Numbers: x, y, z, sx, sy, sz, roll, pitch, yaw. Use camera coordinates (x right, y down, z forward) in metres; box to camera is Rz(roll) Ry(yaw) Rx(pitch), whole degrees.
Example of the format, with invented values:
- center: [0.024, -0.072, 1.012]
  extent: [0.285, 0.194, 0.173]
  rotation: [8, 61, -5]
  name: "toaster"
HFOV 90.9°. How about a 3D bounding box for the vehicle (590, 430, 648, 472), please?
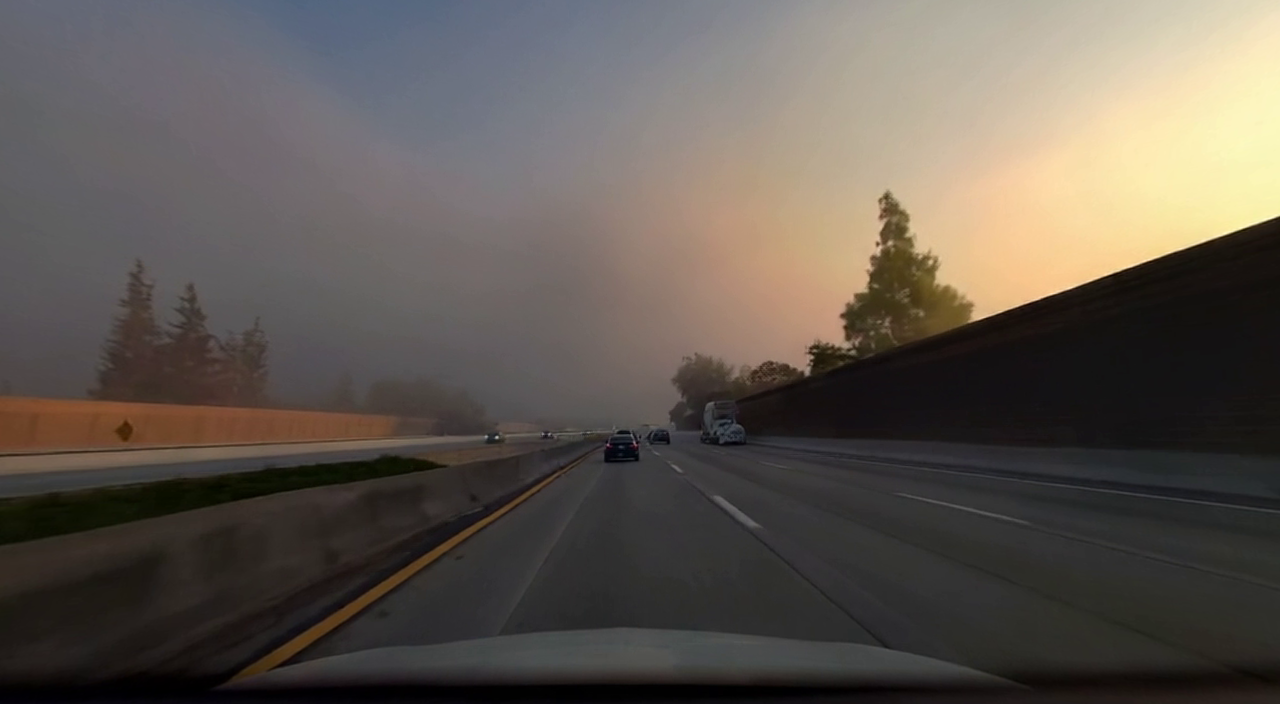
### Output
- center: [-0.817, 3.854, 24.762]
  extent: [2.119, 1.480, 4.000]
  rotation: [0, -8, -2]
  name: "vehicle"
